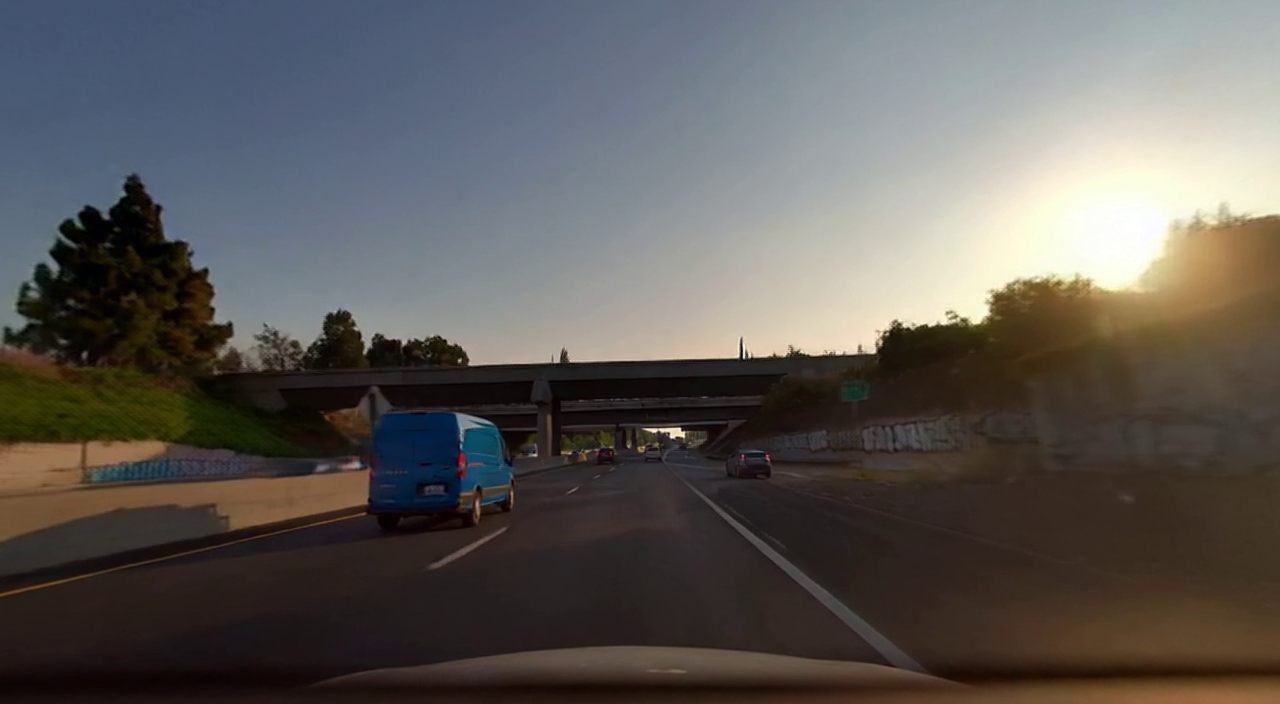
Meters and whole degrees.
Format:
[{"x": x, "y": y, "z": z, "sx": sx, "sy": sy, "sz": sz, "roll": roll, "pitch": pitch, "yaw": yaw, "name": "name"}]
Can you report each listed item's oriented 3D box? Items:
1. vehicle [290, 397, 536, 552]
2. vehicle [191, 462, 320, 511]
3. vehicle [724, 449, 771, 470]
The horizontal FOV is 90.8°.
[{"x": -3.425, "y": 1.996, "z": 10.940, "sx": 2.310, "sy": 2.030, "sz": 5.094, "roll": 0, "pitch": -9, "yaw": 1, "name": "vehicle"}, {"x": -13.105, "y": 4.579, "z": 21.826, "sx": 1.895, "sy": 1.421, "sz": 3.964, "roll": 0, "pitch": -9, "yaw": 1, "name": "vehicle"}, {"x": 8.056, "y": 8.068, "z": 47.526, "sx": 1.972, "sy": 1.492, "sz": 4.623, "roll": 1, "pitch": -9, "yaw": -11, "name": "vehicle"}]
